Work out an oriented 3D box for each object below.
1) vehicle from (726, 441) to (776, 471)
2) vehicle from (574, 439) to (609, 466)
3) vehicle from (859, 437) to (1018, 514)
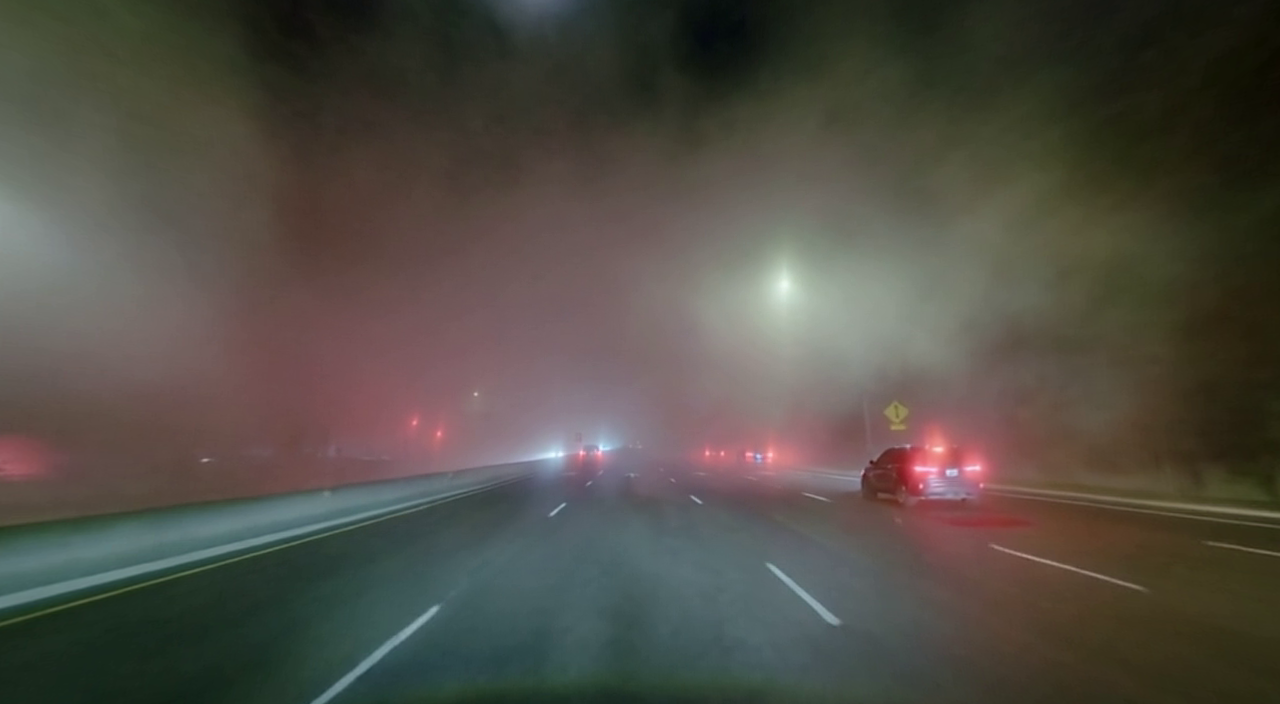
[{"bbox_3d":[6.304,5.974,36.405,1.987,1.597,4.463,0,-8,-1],"label":"vehicle"},{"bbox_3d":[-3.553,7.462,47.077,2.230,1.827,4.406,0,-8,0],"label":"vehicle"},{"bbox_3d":[6.688,2.772,14.669,1.838,1.518,3.713,0,-8,0],"label":"vehicle"}]
